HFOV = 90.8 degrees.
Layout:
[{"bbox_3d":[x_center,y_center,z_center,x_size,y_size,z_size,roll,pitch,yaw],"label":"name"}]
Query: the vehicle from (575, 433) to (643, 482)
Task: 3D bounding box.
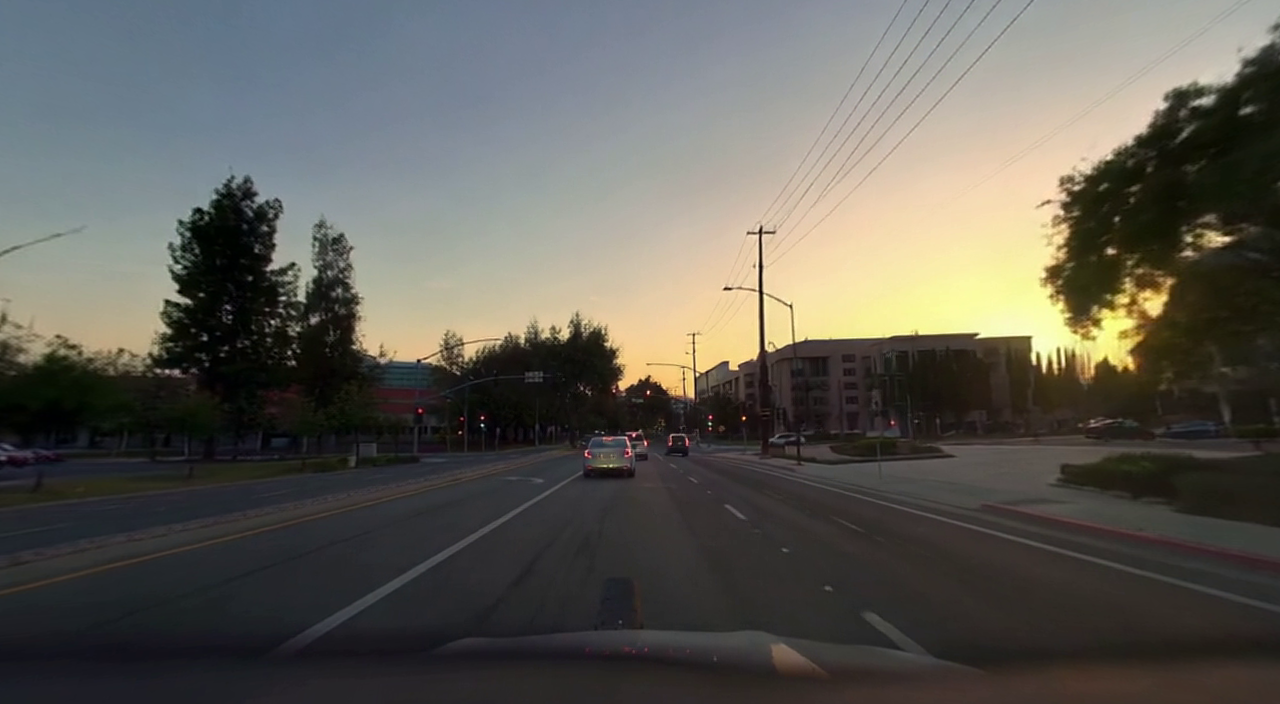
[{"bbox_3d":[-0.960,3.497,21.187,2.075,1.470,3.962,0,-8,0],"label":"vehicle"}]
